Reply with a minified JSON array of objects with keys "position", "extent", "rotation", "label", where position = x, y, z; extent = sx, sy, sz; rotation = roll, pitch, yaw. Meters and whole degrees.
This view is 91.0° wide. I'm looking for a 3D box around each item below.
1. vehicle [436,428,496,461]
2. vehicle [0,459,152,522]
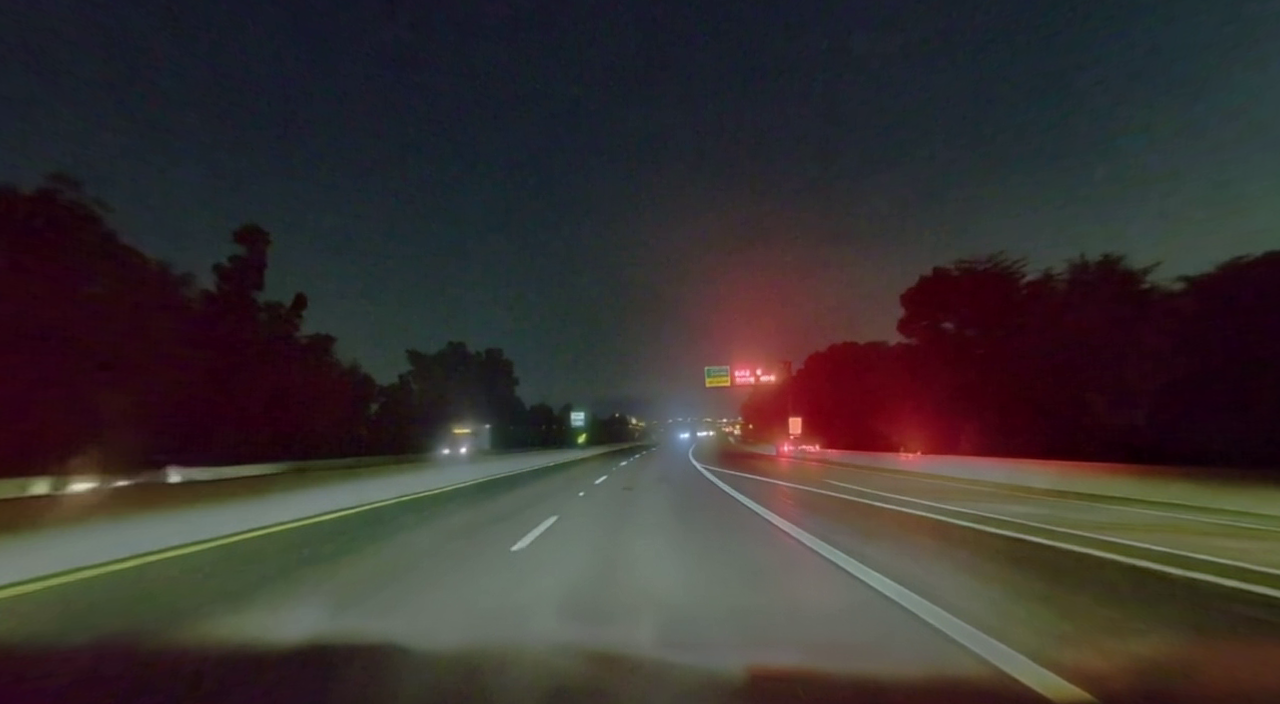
[{"position":[-11.353,6.061,41.384],"extent":[2.174,2.049,5.156],"rotation":[-1,-8,4],"label":"vehicle"},{"position":[-15.859,3.717,17.334],"extent":[1.767,1.405,3.835],"rotation":[0,-8,-1],"label":"vehicle"}]
